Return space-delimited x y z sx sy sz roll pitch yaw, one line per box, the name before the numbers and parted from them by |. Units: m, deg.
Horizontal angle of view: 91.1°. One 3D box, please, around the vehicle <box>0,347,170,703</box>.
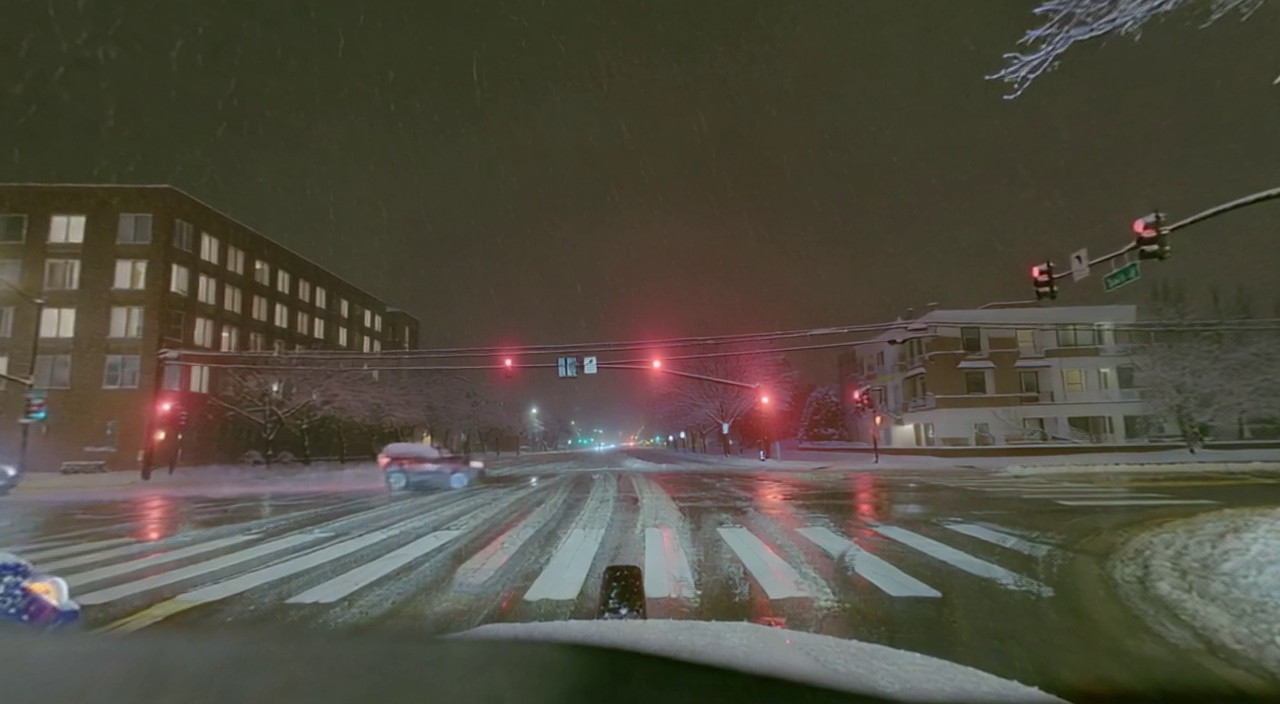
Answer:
vehicle | -3.630 0.618 1.060 2.109 1.692 4.587 0 -8 0
